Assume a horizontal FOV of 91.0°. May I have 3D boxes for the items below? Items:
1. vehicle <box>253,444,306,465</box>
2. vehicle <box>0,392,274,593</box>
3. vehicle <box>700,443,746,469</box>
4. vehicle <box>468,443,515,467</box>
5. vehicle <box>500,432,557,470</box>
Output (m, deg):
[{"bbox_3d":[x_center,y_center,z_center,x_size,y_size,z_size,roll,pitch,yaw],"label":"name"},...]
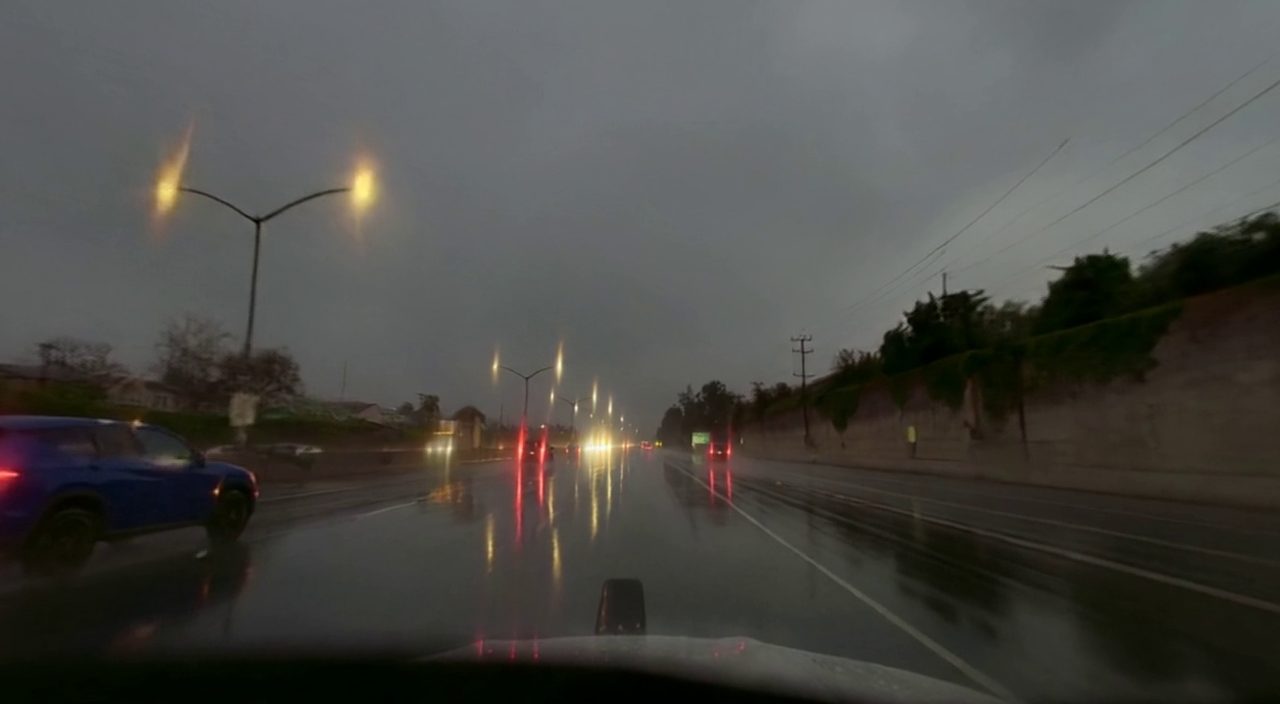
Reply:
[{"bbox_3d":[-25.745,7.303,45.073,1.568,1.433,3.591,1,-9,1],"label":"vehicle"},{"bbox_3d":[-6.484,1.434,6.957,2.058,1.698,4.567,0,-9,1],"label":"vehicle"},{"bbox_3d":[5.219,6.599,40.270,2.251,1.520,4.550,1,-9,-1],"label":"vehicle"},{"bbox_3d":[-9.837,6.828,42.043,2.042,1.485,4.395,0,-9,1],"label":"vehicle"},{"bbox_3d":[-6.119,5.535,35.237,2.255,1.934,4.868,0,-9,0],"label":"vehicle"}]
